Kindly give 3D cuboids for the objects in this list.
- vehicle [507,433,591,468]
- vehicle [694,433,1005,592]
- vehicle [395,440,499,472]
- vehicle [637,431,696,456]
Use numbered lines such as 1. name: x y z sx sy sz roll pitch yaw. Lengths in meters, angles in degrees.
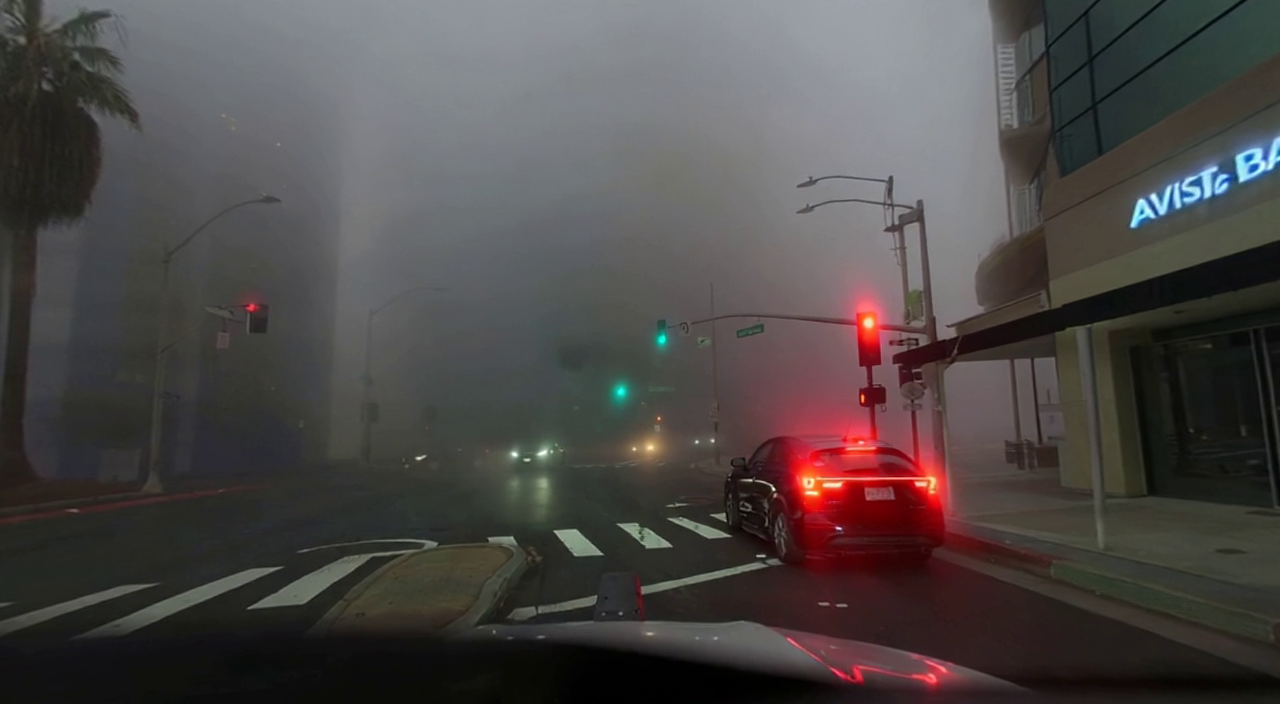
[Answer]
1. vehicle: -4.104 4.562 29.417 2.052 1.478 4.395 -3 -9 19
2. vehicle: 2.225 1.858 8.399 2.090 1.466 4.676 1 -8 -7
3. vehicle: -9.543 5.151 31.592 1.896 1.492 4.808 -6 -10 34
4. vehicle: 2.087 7.065 48.654 2.029 1.822 5.090 -6 -10 36
